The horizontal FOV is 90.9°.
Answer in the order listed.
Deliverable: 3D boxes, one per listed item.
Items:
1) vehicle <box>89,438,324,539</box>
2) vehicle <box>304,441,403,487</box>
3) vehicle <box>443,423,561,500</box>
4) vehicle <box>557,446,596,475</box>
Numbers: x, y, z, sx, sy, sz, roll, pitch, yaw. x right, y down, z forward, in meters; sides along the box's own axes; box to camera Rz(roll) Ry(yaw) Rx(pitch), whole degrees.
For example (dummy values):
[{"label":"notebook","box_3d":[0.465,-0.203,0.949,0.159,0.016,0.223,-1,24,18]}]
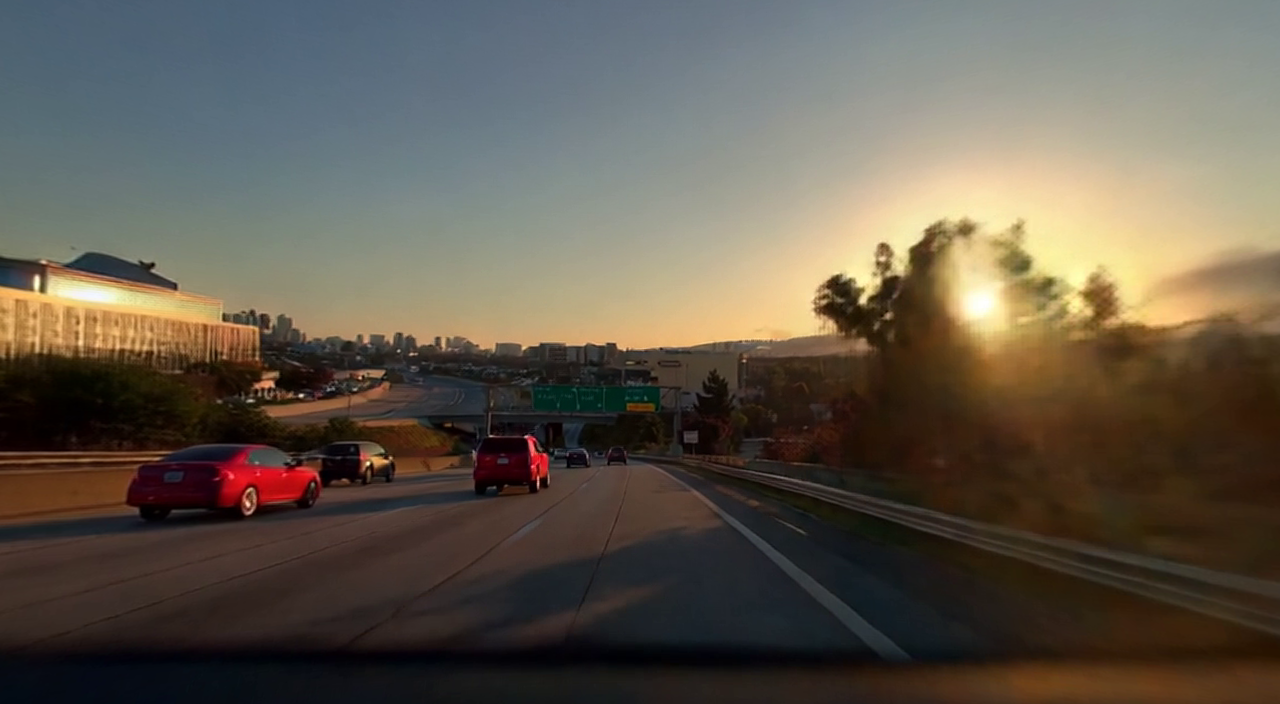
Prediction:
[{"label":"vehicle","box_3d":[-7.452,2.330,11.322,1.796,1.509,3.393,0,-8,0]},{"label":"vehicle","box_3d":[-11.436,4.470,25.564,1.919,1.665,4.394,0,-8,0]},{"label":"vehicle","box_3d":[-3.943,3.248,19.119,2.301,1.985,5.247,0,-8,1]},{"label":"vehicle","box_3d":[-3.771,6.462,37.824,1.955,1.614,3.817,0,-8,0]}]
